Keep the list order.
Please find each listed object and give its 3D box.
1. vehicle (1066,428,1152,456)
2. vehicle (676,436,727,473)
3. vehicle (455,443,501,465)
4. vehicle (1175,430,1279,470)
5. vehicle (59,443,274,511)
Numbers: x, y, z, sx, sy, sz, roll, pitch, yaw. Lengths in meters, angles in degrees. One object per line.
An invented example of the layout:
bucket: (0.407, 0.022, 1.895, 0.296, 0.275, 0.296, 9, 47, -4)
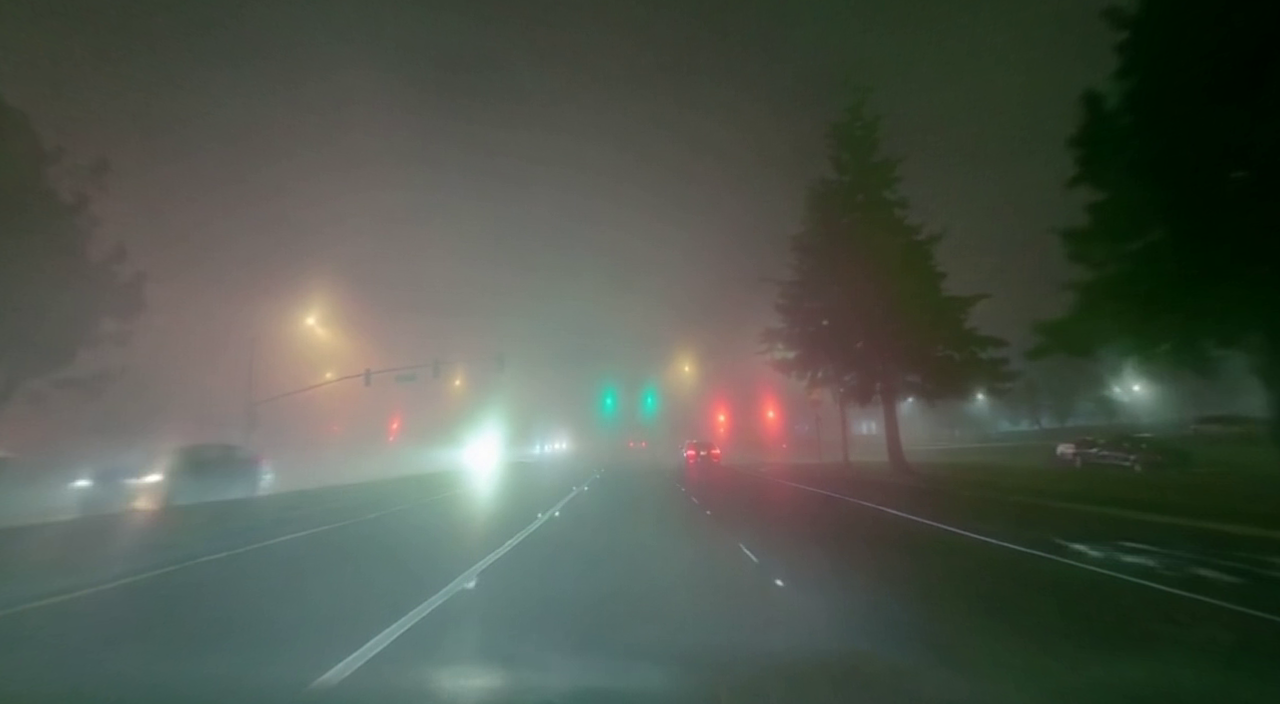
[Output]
vehicle: (25.464, 4.924, 34.493, 1.828, 1.384, 3.794, -1, -8, 2)
vehicle: (3.098, 5.295, 32.966, 2.069, 1.761, 4.610, 0, -8, -2)
vehicle: (-11.791, 7.452, 46.290, 2.059, 1.503, 4.483, -1, -8, 1)
vehicle: (22.622, 3.668, 23.670, 3.536, 1.412, 1.727, 0, -8, -1)
vehicle: (-12.019, 3.152, 16.580, 2.005, 1.493, 4.682, -1, -8, 0)
